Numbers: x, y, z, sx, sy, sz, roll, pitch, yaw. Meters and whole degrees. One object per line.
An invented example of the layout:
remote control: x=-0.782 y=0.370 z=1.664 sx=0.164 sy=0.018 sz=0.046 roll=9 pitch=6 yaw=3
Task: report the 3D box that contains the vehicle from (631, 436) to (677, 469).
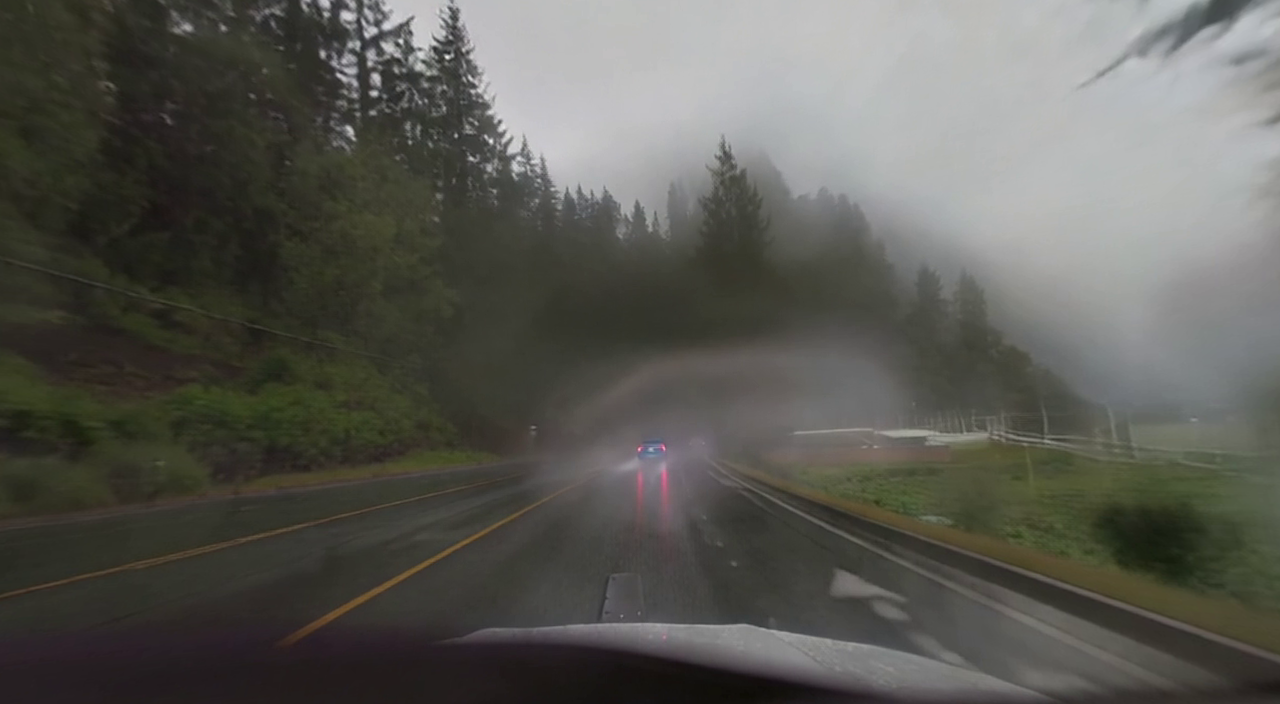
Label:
vehicle: x=0.844 y=5.520 z=34.888 sx=2.294 sy=1.708 sz=4.110 roll=-1 pitch=-9 yaw=5
